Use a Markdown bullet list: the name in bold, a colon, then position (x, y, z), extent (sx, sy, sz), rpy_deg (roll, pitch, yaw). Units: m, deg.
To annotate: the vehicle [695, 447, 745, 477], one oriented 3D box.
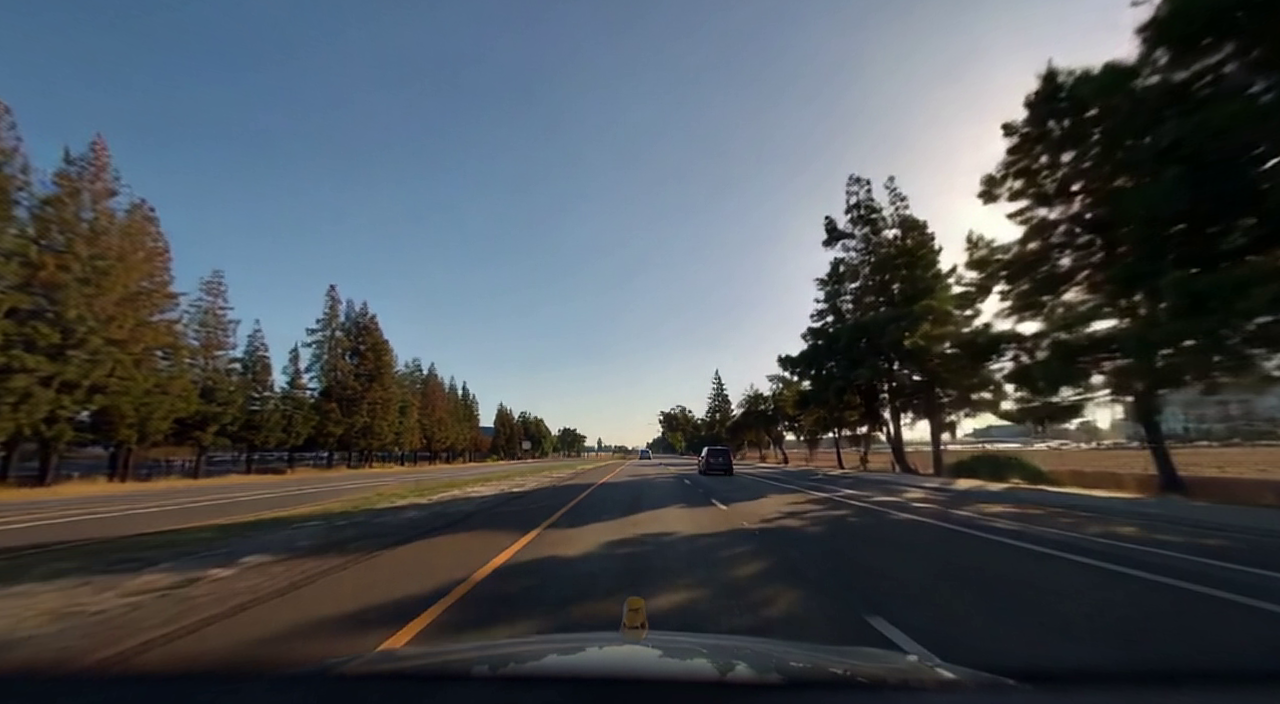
- **vehicle**: position (4.215, 5.867, 33.846), extent (2.115, 1.522, 4.330), rpy_deg (0, -9, 0)
